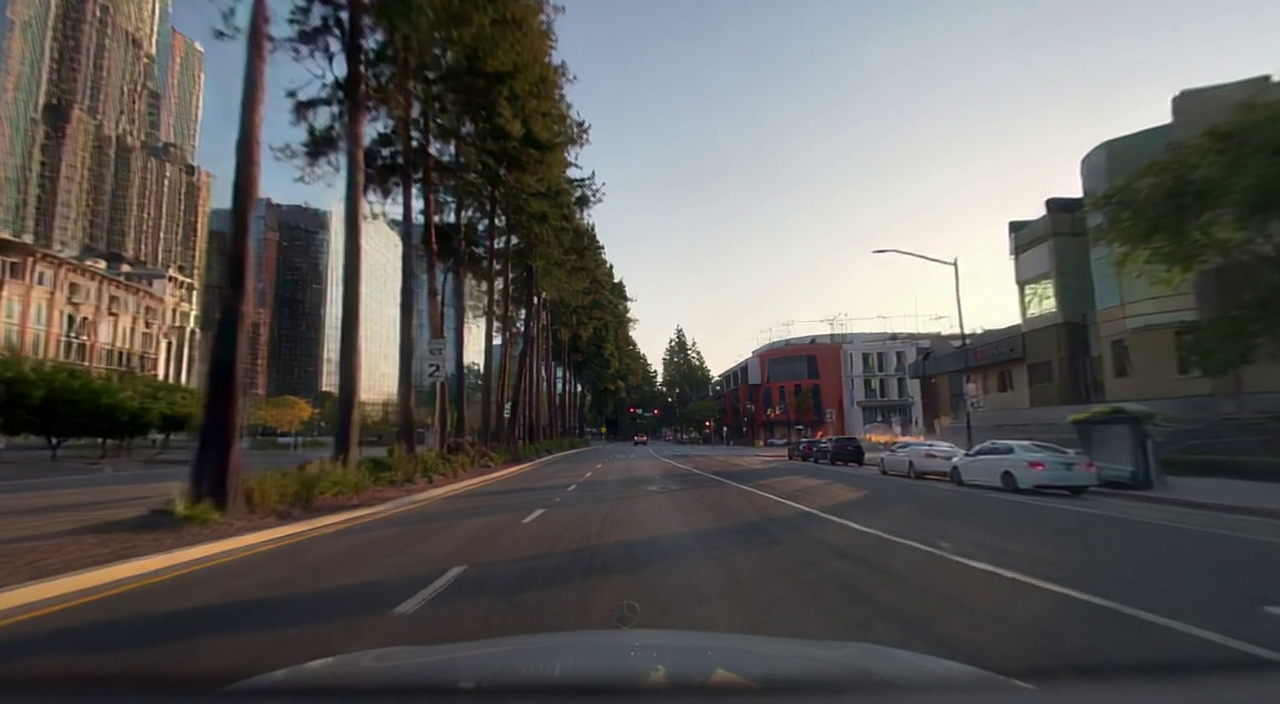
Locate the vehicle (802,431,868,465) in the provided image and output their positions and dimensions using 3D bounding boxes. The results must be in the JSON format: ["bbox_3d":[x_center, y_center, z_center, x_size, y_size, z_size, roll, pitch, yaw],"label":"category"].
[{"bbox_3d":[10.521,5.240,34.487,1.947,1.716,4.861,0,-9,-1],"label":"vehicle"}]

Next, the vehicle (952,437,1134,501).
[{"bbox_3d":[10.731,3.134,17.338,1.927,1.489,4.532,0,-9,-1],"label":"vehicle"}]

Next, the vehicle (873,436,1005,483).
[{"bbox_3d":[10.695,3.887,23.123,1.977,1.519,4.953,1,-9,-6],"label":"vehicle"}]
